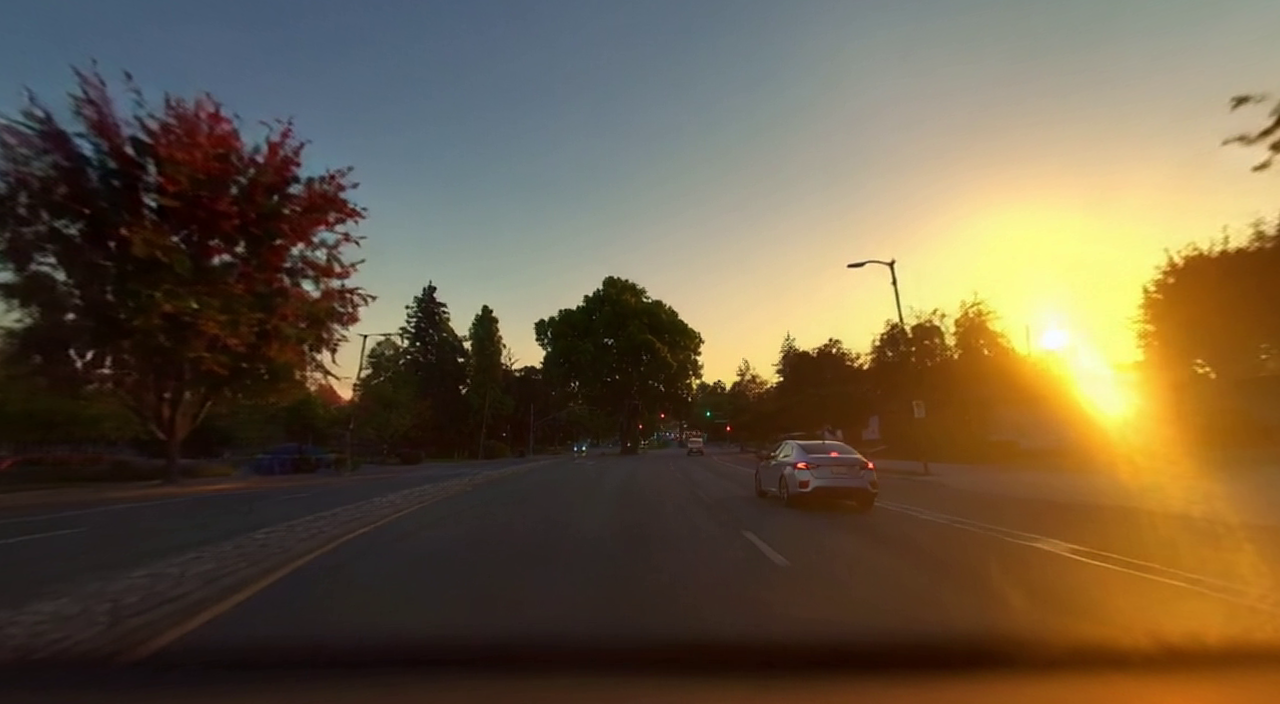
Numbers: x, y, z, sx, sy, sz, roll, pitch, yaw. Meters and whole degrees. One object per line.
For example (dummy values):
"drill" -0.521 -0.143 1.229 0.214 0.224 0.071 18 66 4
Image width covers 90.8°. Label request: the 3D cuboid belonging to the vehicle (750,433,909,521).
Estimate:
"vehicle" 3.533 2.409 12.667 1.852 1.453 4.083 0 -9 -1
